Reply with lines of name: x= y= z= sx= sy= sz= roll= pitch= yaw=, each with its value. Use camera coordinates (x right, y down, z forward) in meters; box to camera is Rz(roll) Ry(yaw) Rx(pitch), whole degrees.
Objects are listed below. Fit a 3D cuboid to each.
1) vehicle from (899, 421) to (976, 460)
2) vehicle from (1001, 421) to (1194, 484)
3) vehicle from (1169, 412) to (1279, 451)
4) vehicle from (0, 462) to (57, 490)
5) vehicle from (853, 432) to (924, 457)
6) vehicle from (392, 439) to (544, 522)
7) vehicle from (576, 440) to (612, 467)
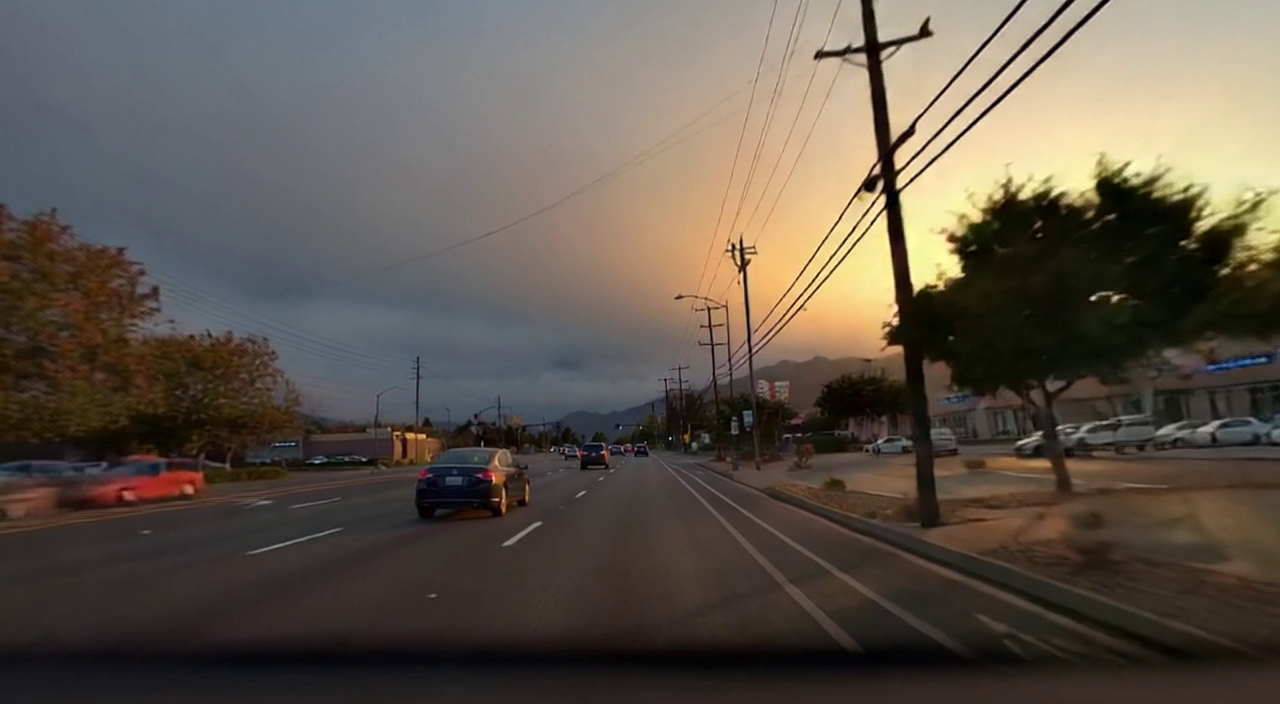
vehicle: x=16.857 y=4.998 z=35.562 sx=4.319 sy=1.812 sz=2.020 roll=2 pitch=-10 yaw=-38
vehicle: x=12.294 y=2.779 z=17.420 sx=1.938 sy=1.495 sz=4.639 roll=0 pitch=-9 yaw=2
vehicle: x=28.780 y=3.932 z=30.649 sx=1.985 sy=1.739 sz=4.397 roll=1 pitch=-9 yaw=-4
vehicle: x=-40.342 y=7.826 z=39.818 sx=4.560 sy=1.649 sz=2.040 roll=1 pitch=-9 yaw=-7
vehicle: x=16.716 y=6.228 z=42.284 sx=4.497 sy=1.548 sz=1.997 roll=6 pitch=-10 yaw=-30
vehicle: x=-3.471 y=2.692 z=13.741 sx=1.942 sy=1.469 sz=4.426 roll=0 pitch=-9 yaw=2
vehicle: x=-3.149 y=7.021 z=43.664 sx=2.087 sy=1.736 sz=4.311 roll=0 pitch=-9 yaw=1
